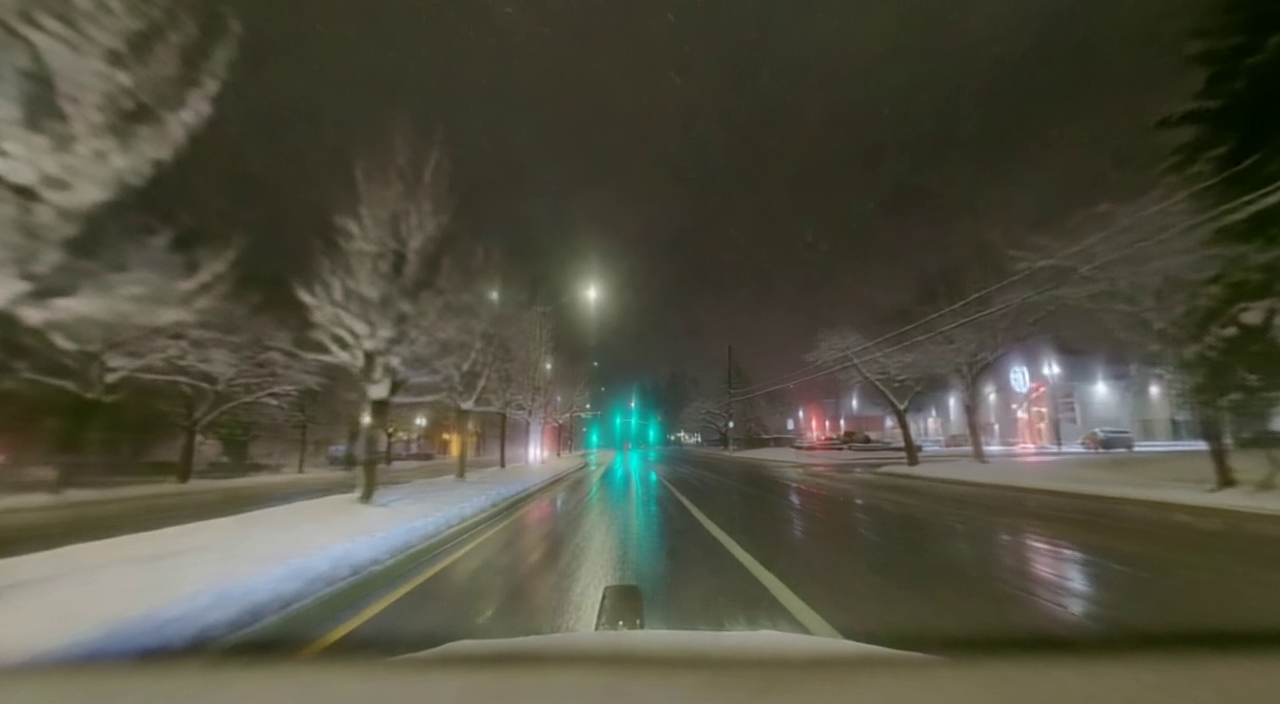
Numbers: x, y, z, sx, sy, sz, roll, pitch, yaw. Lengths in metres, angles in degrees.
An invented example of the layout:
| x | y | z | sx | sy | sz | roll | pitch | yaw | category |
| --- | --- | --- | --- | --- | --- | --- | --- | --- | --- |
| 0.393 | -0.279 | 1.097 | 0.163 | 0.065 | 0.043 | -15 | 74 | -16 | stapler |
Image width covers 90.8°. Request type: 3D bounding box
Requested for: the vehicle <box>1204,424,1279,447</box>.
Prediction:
| x | y | z | sx | sy | sz | roll | pitch | yaw | category |
| --- | --- | --- | --- | --- | --- | --- | --- | --- | --- |
| 40.927 | 5.634 | 42.316 | 1.816 | 1.472 | 4.822 | 0 | -9 | 0 | vehicle |

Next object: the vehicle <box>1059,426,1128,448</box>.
| x | y | z | sx | sy | sz | roll | pitch | yaw | category |
| --- | --- | --- | --- | --- | --- | --- | --- | --- | --- |
| 35.066 | 6.642 | 49.024 | 1.886 | 1.548 | 4.605 | 0 | -9 | -1 | vehicle |
